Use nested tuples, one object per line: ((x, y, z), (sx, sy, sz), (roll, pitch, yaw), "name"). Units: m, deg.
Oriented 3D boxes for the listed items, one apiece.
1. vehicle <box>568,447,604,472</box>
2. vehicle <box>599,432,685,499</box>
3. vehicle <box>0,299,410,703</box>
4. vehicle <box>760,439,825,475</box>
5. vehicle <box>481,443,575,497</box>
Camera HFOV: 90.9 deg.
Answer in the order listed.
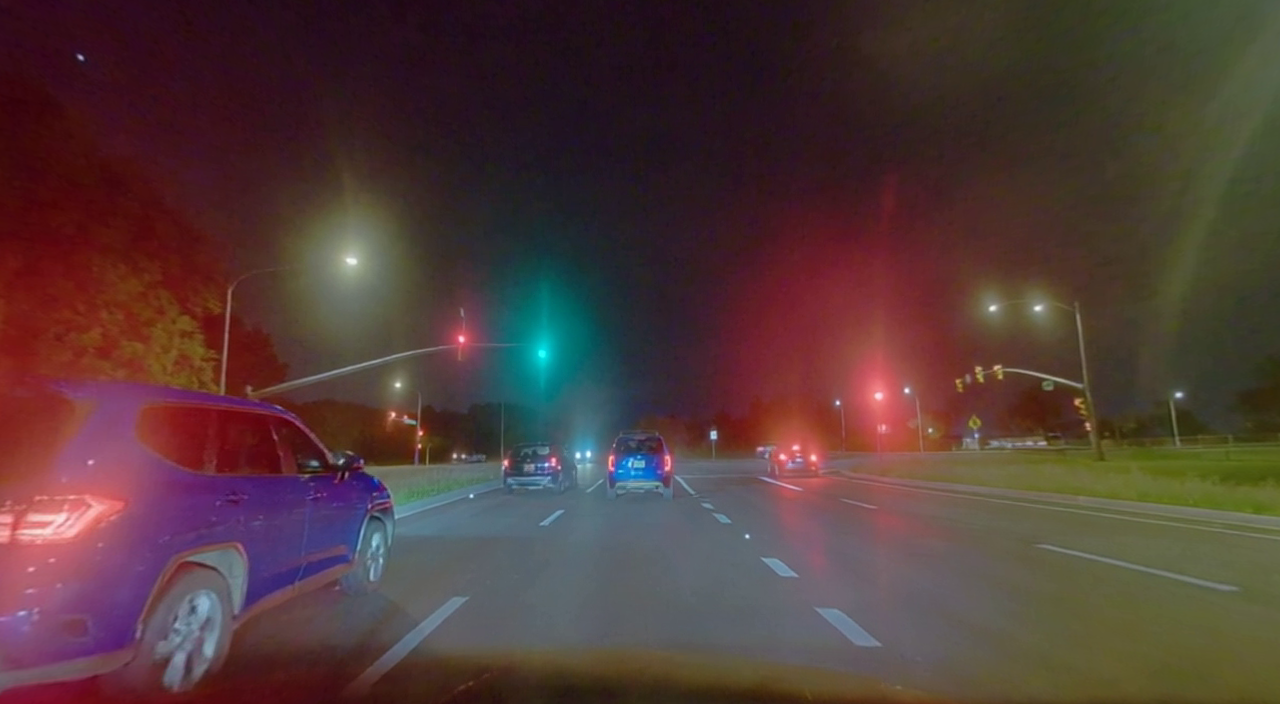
((-3.425, 6.843, 40.530), (2.004, 1.484, 4.480), (0, -8, -1), "vehicle")
((0.069, 3.327, 18.905), (2.298, 1.770, 4.138), (0, -8, 0), "vehicle")
((-3.484, 0.943, 3.640), (2.320, 1.863, 5.148), (0, -8, 1), "vehicle")
((7.948, 5.517, 33.364), (2.166, 1.761, 4.692), (0, -8, -1), "vehicle")
((-3.436, 3.722, 20.427), (2.061, 1.504, 5.142), (0, -8, 1), "vehicle")
